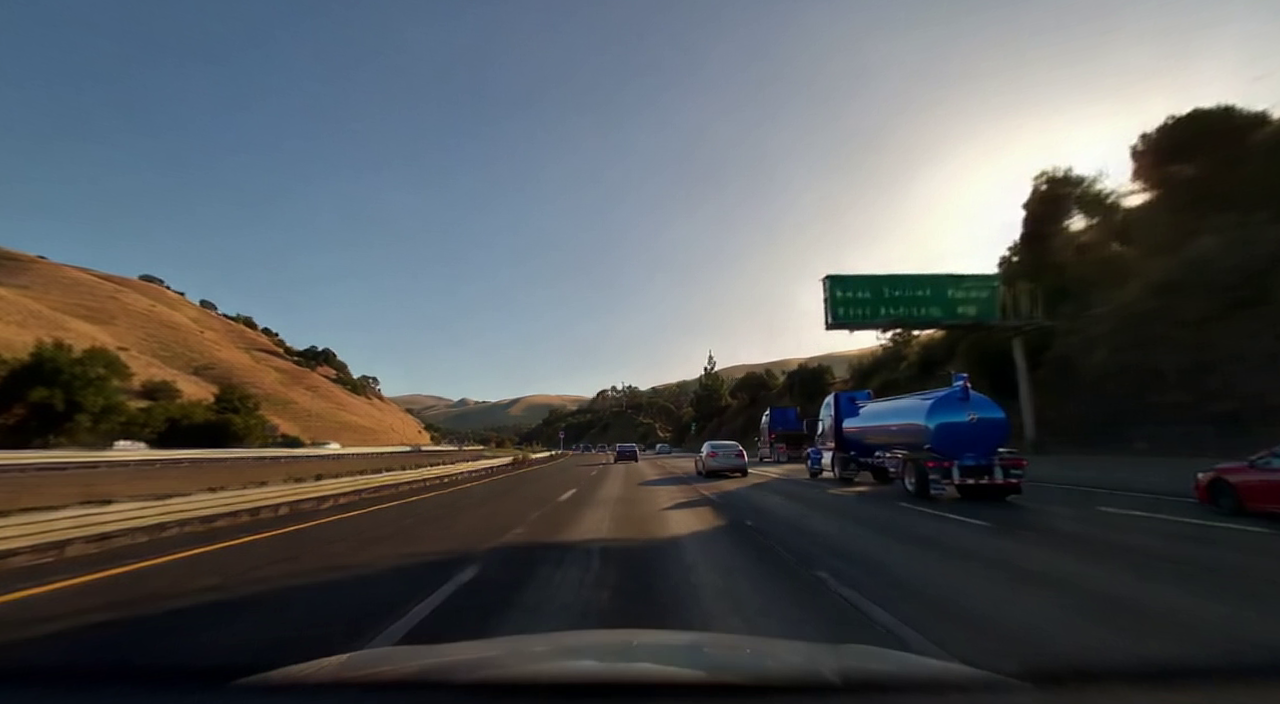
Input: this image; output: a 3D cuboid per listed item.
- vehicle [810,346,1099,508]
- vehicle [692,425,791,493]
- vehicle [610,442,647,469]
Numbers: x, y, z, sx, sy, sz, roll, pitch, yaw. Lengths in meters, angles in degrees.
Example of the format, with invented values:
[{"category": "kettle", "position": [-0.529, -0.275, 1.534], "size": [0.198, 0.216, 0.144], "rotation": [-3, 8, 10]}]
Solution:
[{"category": "vehicle", "position": [7.568, 2.200, 17.555], "size": [2.805, 3.212, 9.978], "rotation": [0, -9, 0]}, {"category": "vehicle", "position": [2.927, 3.228, 19.343], "size": [2.098, 1.794, 4.561], "rotation": [0, -9, -2]}, {"category": "vehicle", "position": [-0.705, 6.155, 37.770], "size": [2.083, 1.477, 3.965], "rotation": [0, -9, -2]}]
